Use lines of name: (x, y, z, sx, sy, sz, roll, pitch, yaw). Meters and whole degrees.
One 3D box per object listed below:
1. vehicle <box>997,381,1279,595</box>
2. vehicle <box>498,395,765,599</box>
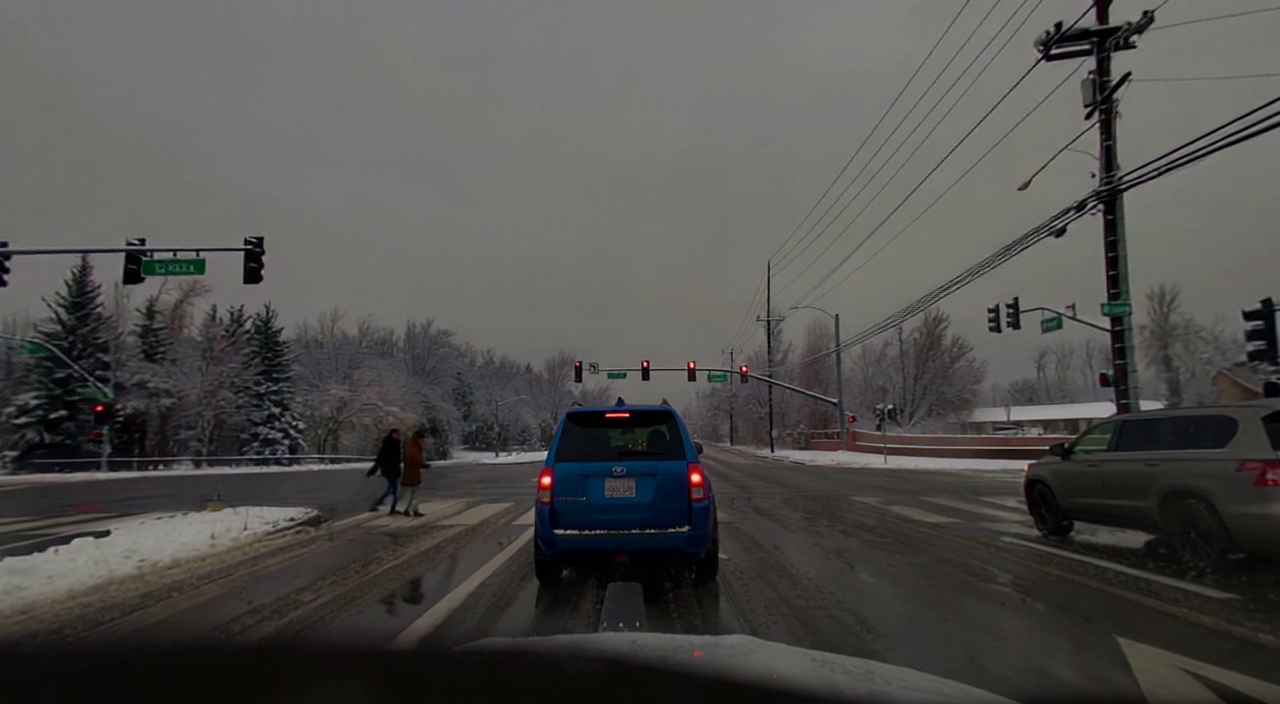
vehicle: (6.576, 1.439, 7.235, 2.119, 1.827, 4.806, 0, -9, 0)
vehicle: (-0.107, 1.565, 7.636, 2.285, 1.729, 4.252, 0, -9, -1)
